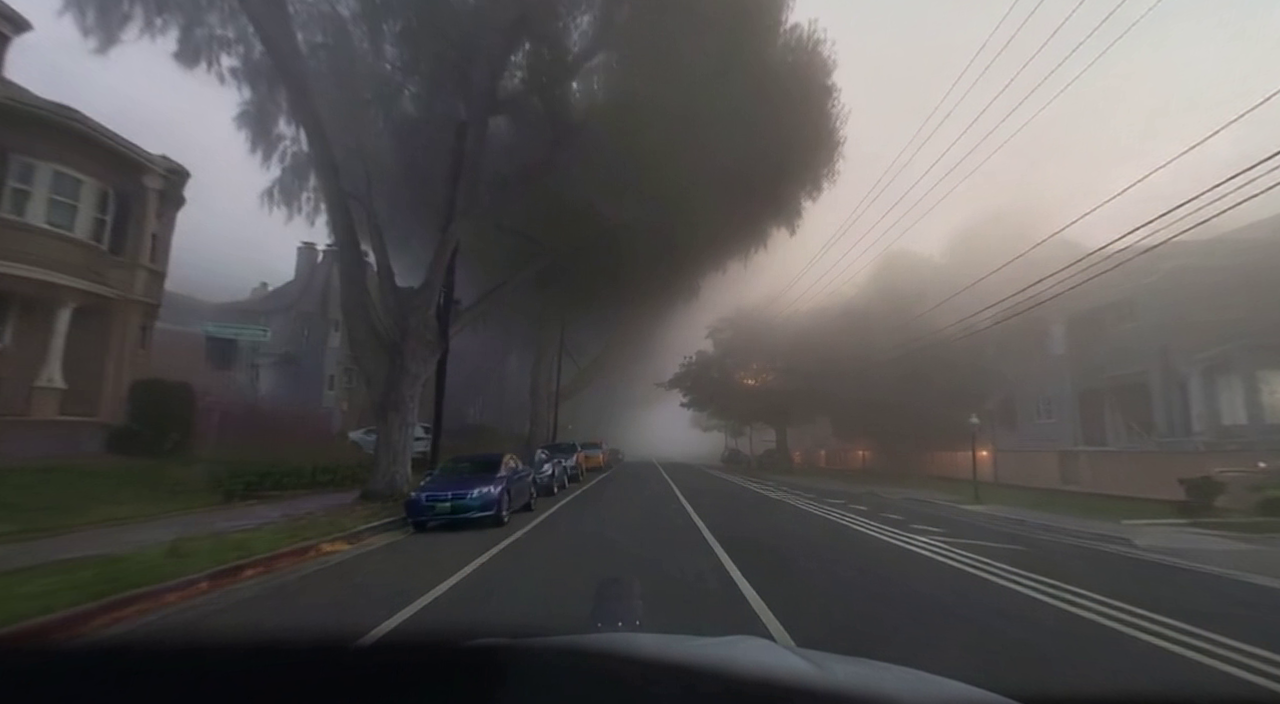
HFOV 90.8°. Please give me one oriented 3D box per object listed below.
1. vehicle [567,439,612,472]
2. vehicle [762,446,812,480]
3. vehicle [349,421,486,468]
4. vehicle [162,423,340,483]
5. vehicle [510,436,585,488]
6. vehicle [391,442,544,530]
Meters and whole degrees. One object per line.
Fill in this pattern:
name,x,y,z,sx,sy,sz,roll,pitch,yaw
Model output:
vehicle,-3.099,6.527,40.088,2.290,1.924,5.536,-1,-9,1
vehicle,9.838,7.461,42.722,2.156,1.882,4.790,7,-9,2
vehicle,-11.629,4.914,33.451,6.180,2.011,2.493,3,-8,1
vehicle,-11.983,3.122,19.719,4.156,1.562,2.011,3,-8,0
vehicle,-3.414,4.200,24.420,2.127,1.737,4.961,-1,-9,0
vehicle,-3.473,2.787,13.818,1.917,1.516,4.898,-2,-9,1
